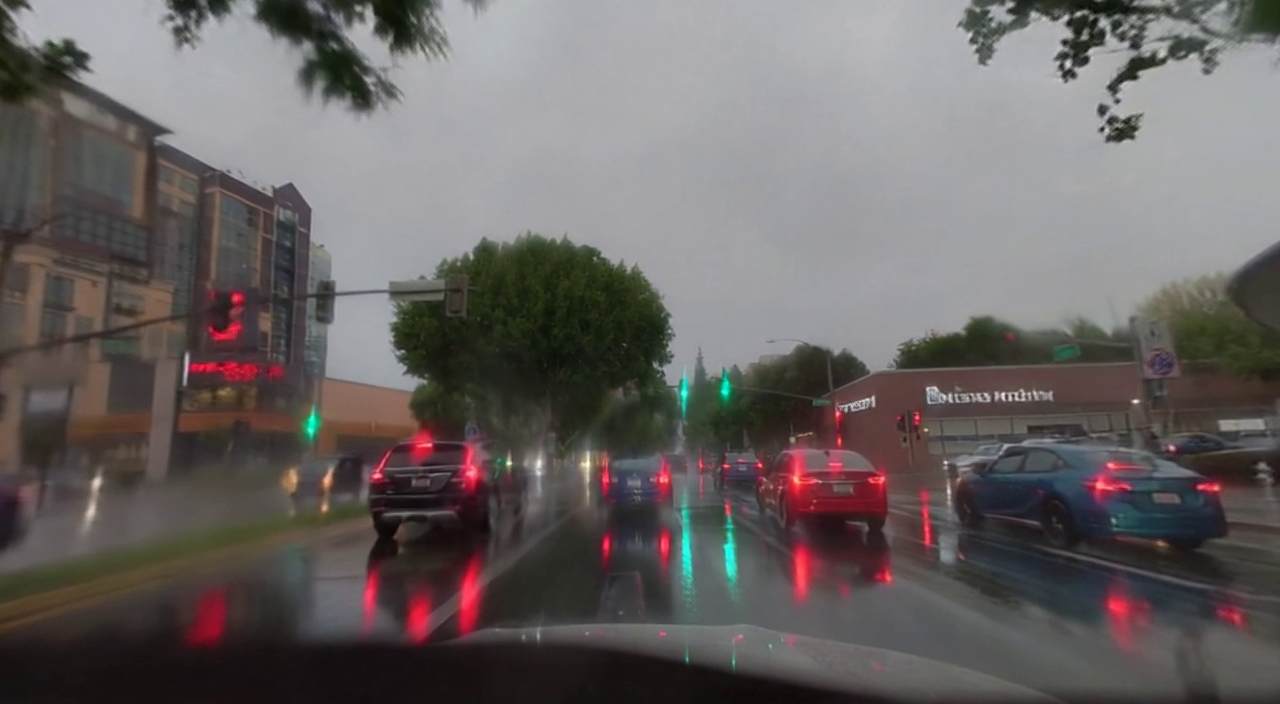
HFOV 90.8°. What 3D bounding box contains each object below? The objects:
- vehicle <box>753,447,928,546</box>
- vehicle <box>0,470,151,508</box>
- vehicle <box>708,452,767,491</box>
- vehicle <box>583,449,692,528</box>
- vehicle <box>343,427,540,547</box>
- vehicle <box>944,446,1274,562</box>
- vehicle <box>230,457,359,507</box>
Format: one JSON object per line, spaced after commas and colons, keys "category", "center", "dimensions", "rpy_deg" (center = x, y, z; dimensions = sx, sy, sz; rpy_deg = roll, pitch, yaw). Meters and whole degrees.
{"category": "vehicle", "center": [3.476, 2.549, 11.884], "dimensions": [2.020, 1.513, 4.120], "rpy_deg": [0, -8, 1]}
{"category": "vehicle", "center": [-25.411, 6.161, 28.557], "dimensions": [4.679, 1.488, 2.052], "rpy_deg": [2, -9, -14]}
{"category": "vehicle", "center": [4.132, 5.121, 27.427], "dimensions": [1.888, 1.472, 4.528], "rpy_deg": [0, -8, 1]}
{"category": "vehicle", "center": [-0.037, 2.939, 14.210], "dimensions": [2.098, 1.477, 3.897], "rpy_deg": [0, -8, 0]}
{"category": "vehicle", "center": [-3.465, 2.466, 12.343], "dimensions": [2.160, 1.823, 5.115], "rpy_deg": [0, -8, 0]}
{"category": "vehicle", "center": [7.295, 2.345, 10.662], "dimensions": [2.004, 1.508, 4.646], "rpy_deg": [0, -8, 0]}
{"category": "vehicle", "center": [-12.057, 4.536, 22.454], "dimensions": [1.912, 1.477, 4.398], "rpy_deg": [-1, -8, 3]}
